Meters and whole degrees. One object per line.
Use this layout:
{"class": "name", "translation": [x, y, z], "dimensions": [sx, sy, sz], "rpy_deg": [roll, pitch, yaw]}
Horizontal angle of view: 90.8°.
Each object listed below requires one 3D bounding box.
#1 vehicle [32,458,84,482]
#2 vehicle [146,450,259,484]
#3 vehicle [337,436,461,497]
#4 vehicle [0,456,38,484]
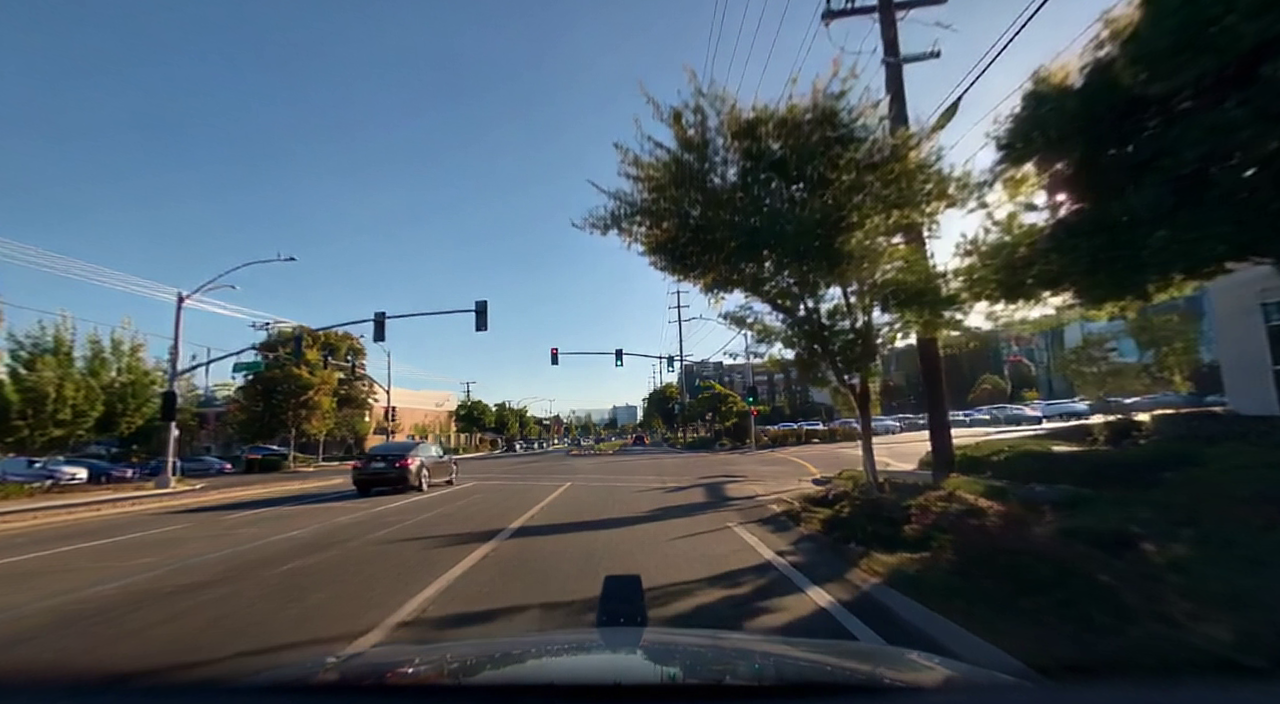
{"class": "vehicle", "translation": [-40.521, 8.203, 44.072], "dimensions": [1.906, 1.496, 4.381], "rpy_deg": [5, -10, -34]}
{"class": "vehicle", "translation": [-23.801, 6.266, 34.467], "dimensions": [4.722, 1.741, 2.142], "rpy_deg": [-1, -8, 6]}
{"class": "vehicle", "translation": [-6.493, 3.103, 17.583], "dimensions": [1.928, 1.451, 4.219], "rpy_deg": [0, -8, -2]}
{"class": "vehicle", "translation": [-43.573, 8.119, 43.624], "dimensions": [2.020, 1.784, 4.391], "rpy_deg": [5, -10, -34]}
